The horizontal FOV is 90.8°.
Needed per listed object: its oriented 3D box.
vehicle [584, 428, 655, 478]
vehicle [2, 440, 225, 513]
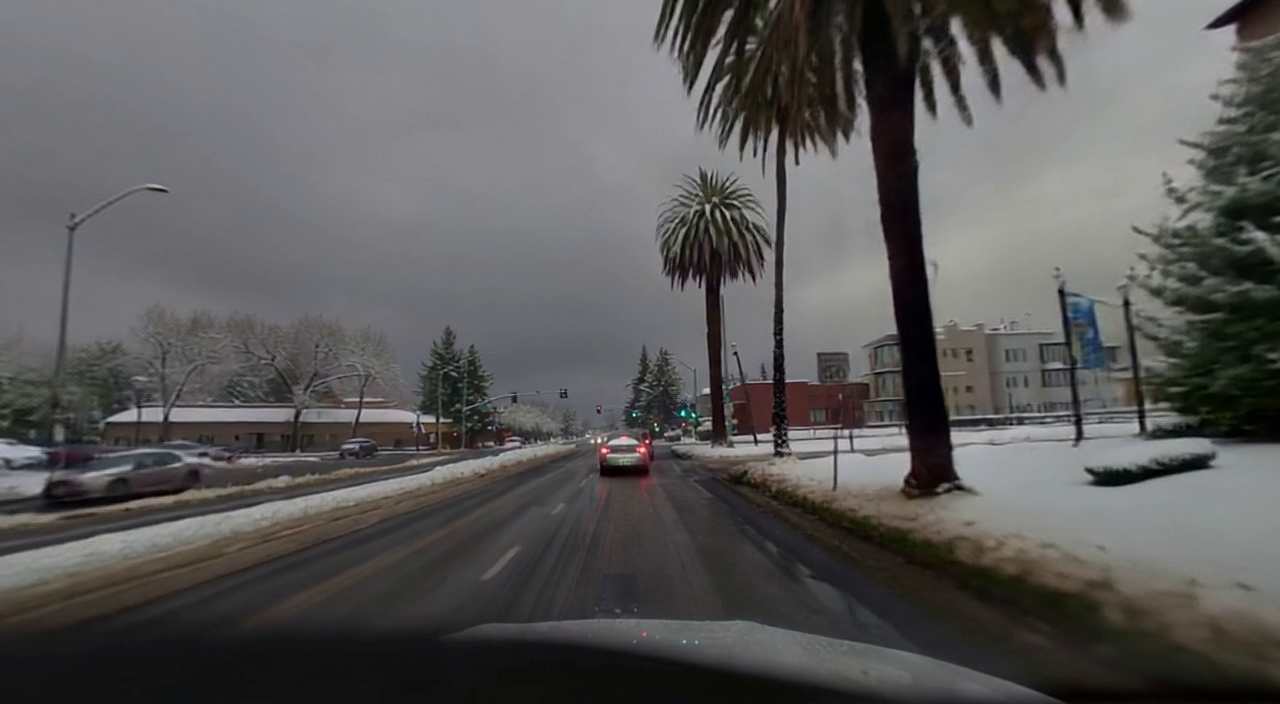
[{"bbox_3d":[-0.589,3.419,21.509,2.060,1.526,3.859,-1,-8,4],"label":"vehicle"},{"bbox_3d":[-12.525,2.936,15.568,1.903,1.487,4.784,1,-8,-8],"label":"vehicle"}]
